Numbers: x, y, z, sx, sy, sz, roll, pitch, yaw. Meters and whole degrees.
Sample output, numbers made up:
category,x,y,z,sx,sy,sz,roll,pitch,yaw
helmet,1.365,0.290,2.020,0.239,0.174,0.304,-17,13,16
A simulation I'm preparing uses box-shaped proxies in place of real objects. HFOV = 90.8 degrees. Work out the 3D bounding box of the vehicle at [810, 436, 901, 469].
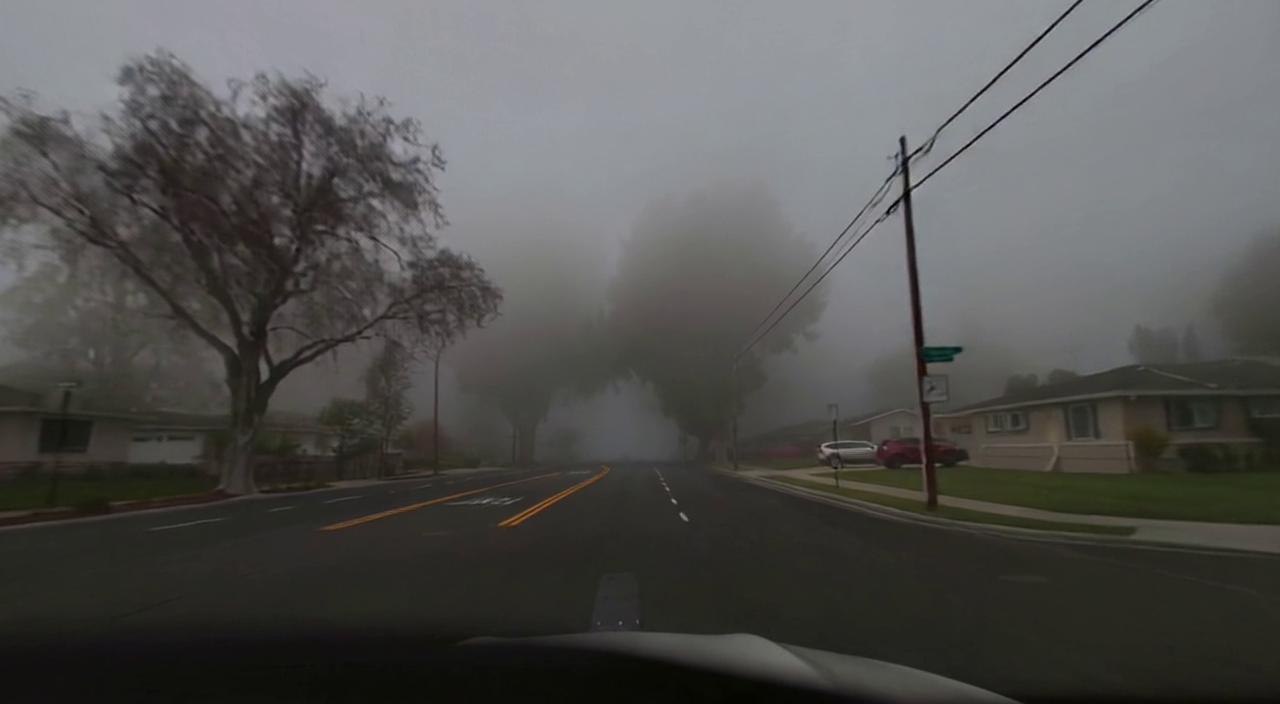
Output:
category,x,y,z,sx,sy,sz,roll,pitch,yaw
vehicle,13.136,6.161,38.783,4.912,1.895,2.047,-1,-8,7
